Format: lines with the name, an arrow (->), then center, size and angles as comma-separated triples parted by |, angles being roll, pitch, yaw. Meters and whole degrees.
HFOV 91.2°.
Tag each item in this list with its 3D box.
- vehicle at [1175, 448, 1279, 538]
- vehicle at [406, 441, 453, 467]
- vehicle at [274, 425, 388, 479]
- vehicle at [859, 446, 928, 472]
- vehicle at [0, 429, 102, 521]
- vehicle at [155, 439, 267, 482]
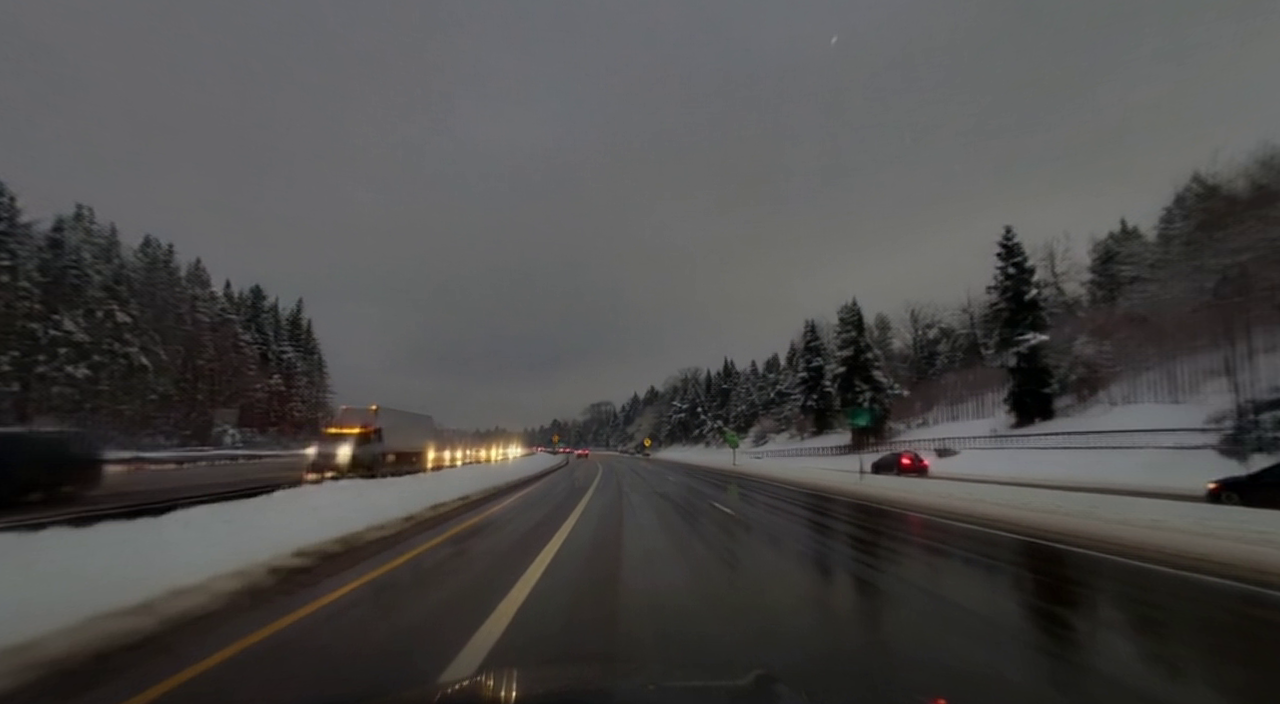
vehicle -> 12.196, 2.432, 10.701 | 1.941, 1.536, 4.585 | 0, -9, -2
vehicle -> -13.820, 6.724, 41.315 | 1.865, 1.583, 4.097 | 0, -9, -3
vehicle -> -12.520, 4.105, 25.909 | 2.195, 1.976, 5.455 | 0, -9, -4
vehicle -> 18.019, 7.618, 44.800 | 2.020, 1.738, 4.549 | 2, -9, -17
vehicle -> -11.185, 1.981, 10.020 | 1.817, 1.455, 3.867 | 0, -9, -3
vehicle -> -17.884, 4.521, 26.411 | 1.887, 1.608, 4.327 | 0, -9, -4
